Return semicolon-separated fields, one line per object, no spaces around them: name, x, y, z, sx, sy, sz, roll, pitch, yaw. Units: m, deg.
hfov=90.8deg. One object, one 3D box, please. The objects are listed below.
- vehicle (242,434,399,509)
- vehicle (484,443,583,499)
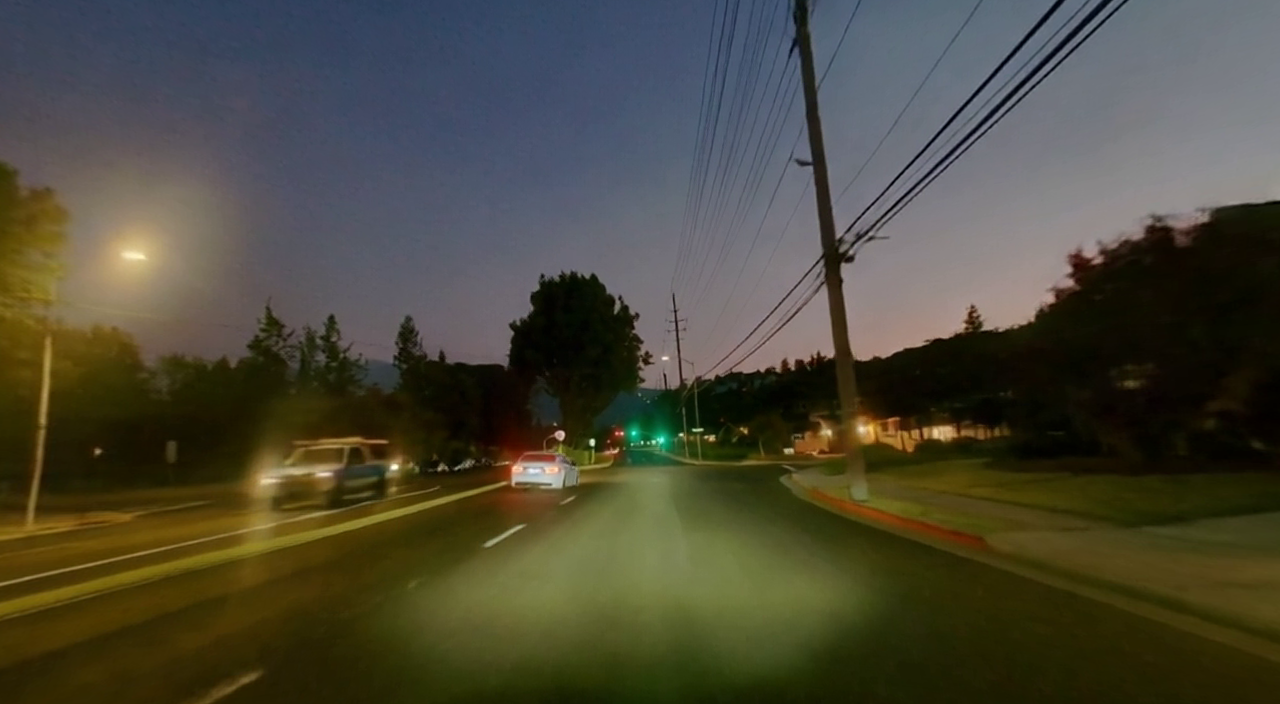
vehicle;-9.594;3.606;19.681;2.115;1.978;5.647;1;-8;-2
vehicle;-3.036;3.503;19.105;2.041;1.471;4.602;0;-8;2
